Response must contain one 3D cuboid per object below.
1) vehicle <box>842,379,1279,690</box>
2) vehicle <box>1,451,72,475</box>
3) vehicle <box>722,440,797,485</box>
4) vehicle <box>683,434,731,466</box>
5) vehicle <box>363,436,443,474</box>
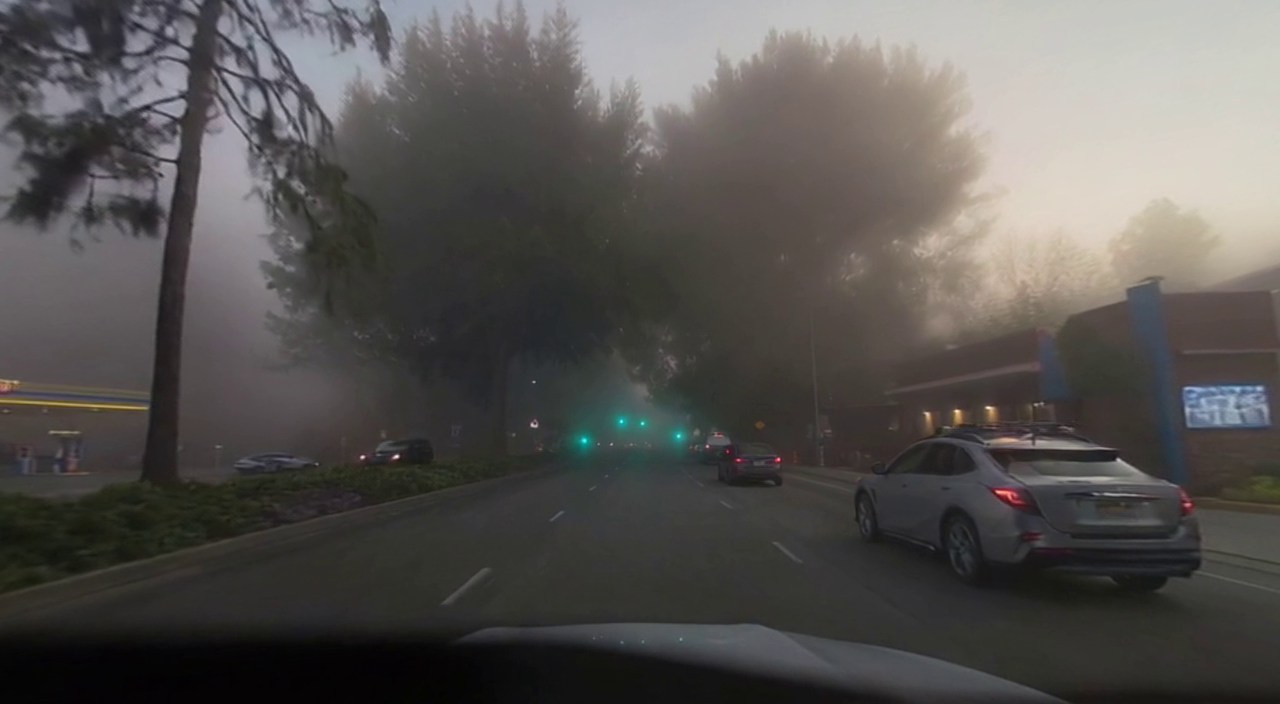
[{"bbox_3d":[3.639,1.337,5.911,1.875,1.665,4.931,0,-8,1],"label":"vehicle"},{"bbox_3d":[-41.161,7.563,43.102,1.583,1.354,4.281,1,-7,-15],"label":"vehicle"},{"bbox_3d":[4.149,3.900,22.563,1.871,1.442,4.122,0,-8,0],"label":"vehicle"},{"bbox_3d":[4.379,6.501,41.992,2.611,1.983,5.165,0,-8,0],"label":"vehicle"},{"bbox_3d":[-13.996,6.142,37.725,2.385,2.064,5.707,-1,-8,2],"label":"vehicle"}]
